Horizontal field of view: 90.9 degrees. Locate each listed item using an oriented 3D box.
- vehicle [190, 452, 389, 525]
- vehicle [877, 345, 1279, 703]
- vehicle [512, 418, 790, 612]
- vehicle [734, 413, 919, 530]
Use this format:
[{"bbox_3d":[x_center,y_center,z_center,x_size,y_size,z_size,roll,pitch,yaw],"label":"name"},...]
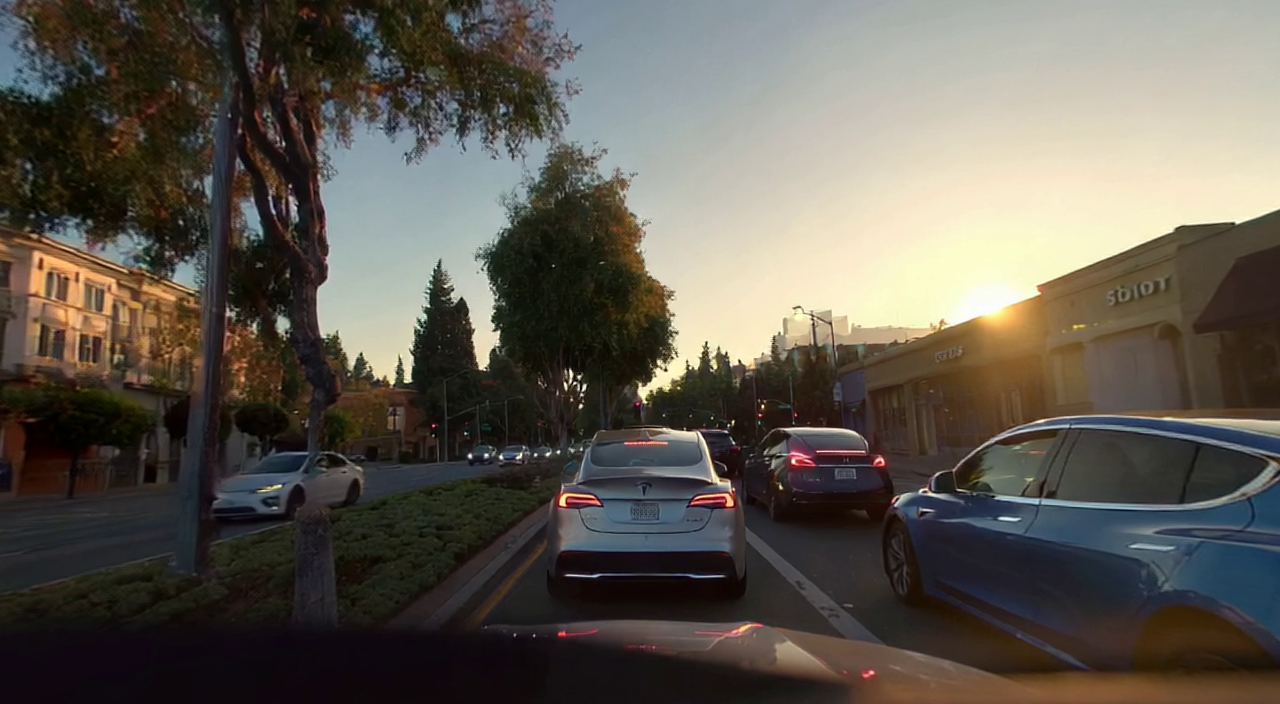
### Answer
[{"bbox_3d":[-7.910,3.080,14.859,2.089,1.381,4.477,0,-8,0],"label":"vehicle"},{"bbox_3d":[3.183,0.999,3.432,2.038,1.651,4.455,0,-8,0],"label":"vehicle"},{"bbox_3d":[0.101,1.553,6.911,2.137,1.488,3.938,0,-8,1],"label":"vehicle"},{"bbox_3d":[3.162,2.128,11.773,2.088,1.769,4.283,0,-8,-1],"label":"vehicle"}]
